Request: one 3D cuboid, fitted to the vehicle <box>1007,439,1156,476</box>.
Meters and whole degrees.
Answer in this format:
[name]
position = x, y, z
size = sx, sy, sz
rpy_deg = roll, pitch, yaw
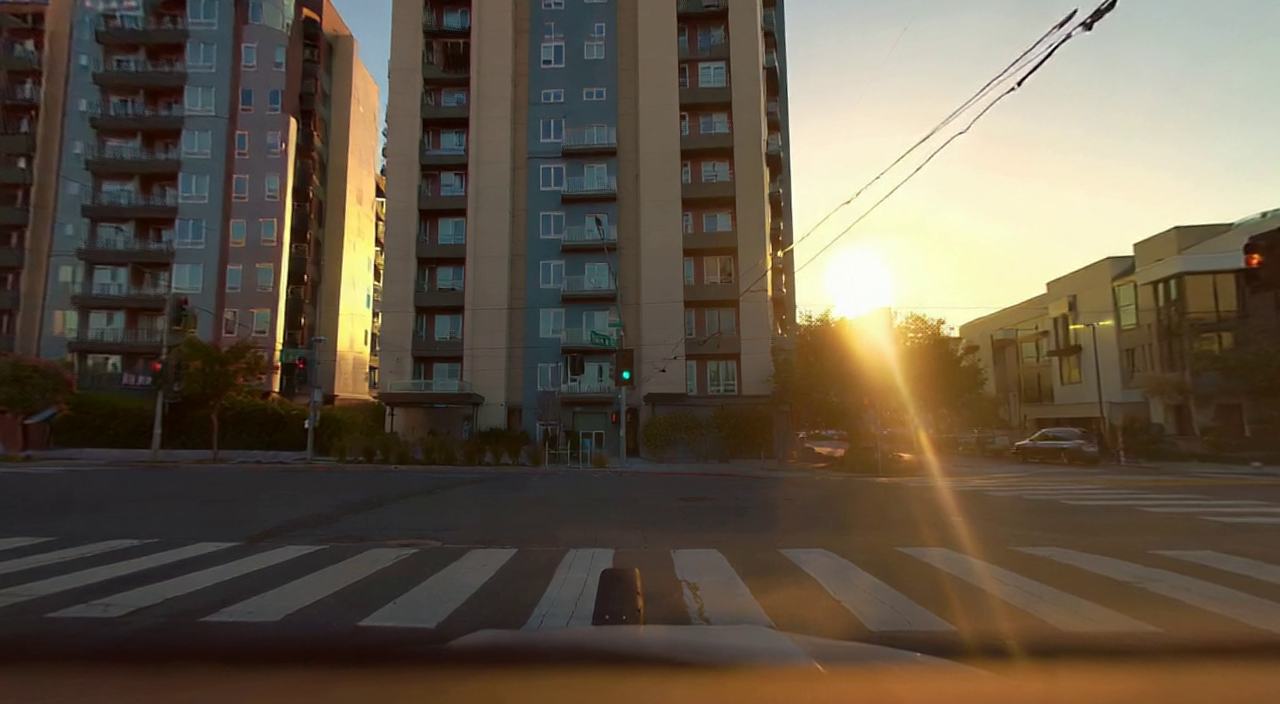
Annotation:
[vehicle]
position = 18.572, 4.460, 26.695
size = 4.823, 1.458, 1.914
rpy_deg = 0, -9, -1
